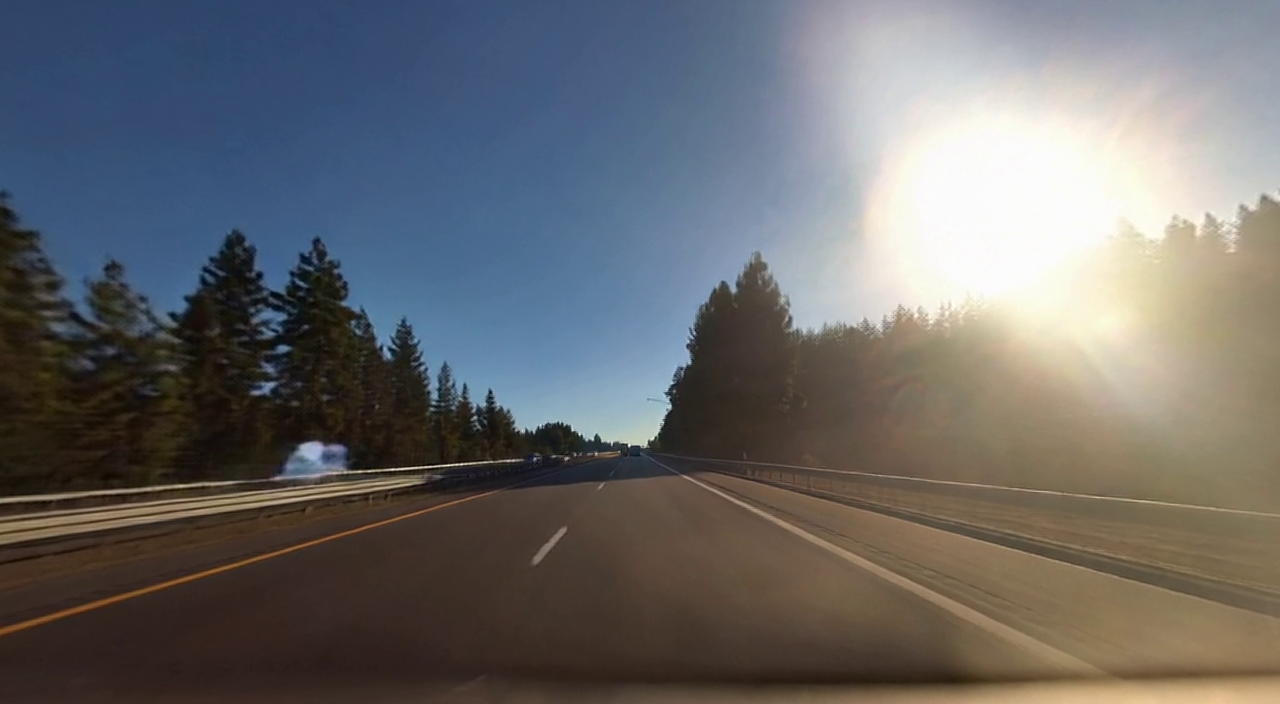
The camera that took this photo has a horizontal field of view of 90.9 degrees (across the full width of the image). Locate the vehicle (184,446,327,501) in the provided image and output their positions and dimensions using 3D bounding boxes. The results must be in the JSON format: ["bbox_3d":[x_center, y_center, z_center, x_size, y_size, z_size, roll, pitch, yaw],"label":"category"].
[{"bbox_3d":[-13.072,4.121,21.836,2.009,1.664,4.618,0,-9,0],"label":"vehicle"}]
